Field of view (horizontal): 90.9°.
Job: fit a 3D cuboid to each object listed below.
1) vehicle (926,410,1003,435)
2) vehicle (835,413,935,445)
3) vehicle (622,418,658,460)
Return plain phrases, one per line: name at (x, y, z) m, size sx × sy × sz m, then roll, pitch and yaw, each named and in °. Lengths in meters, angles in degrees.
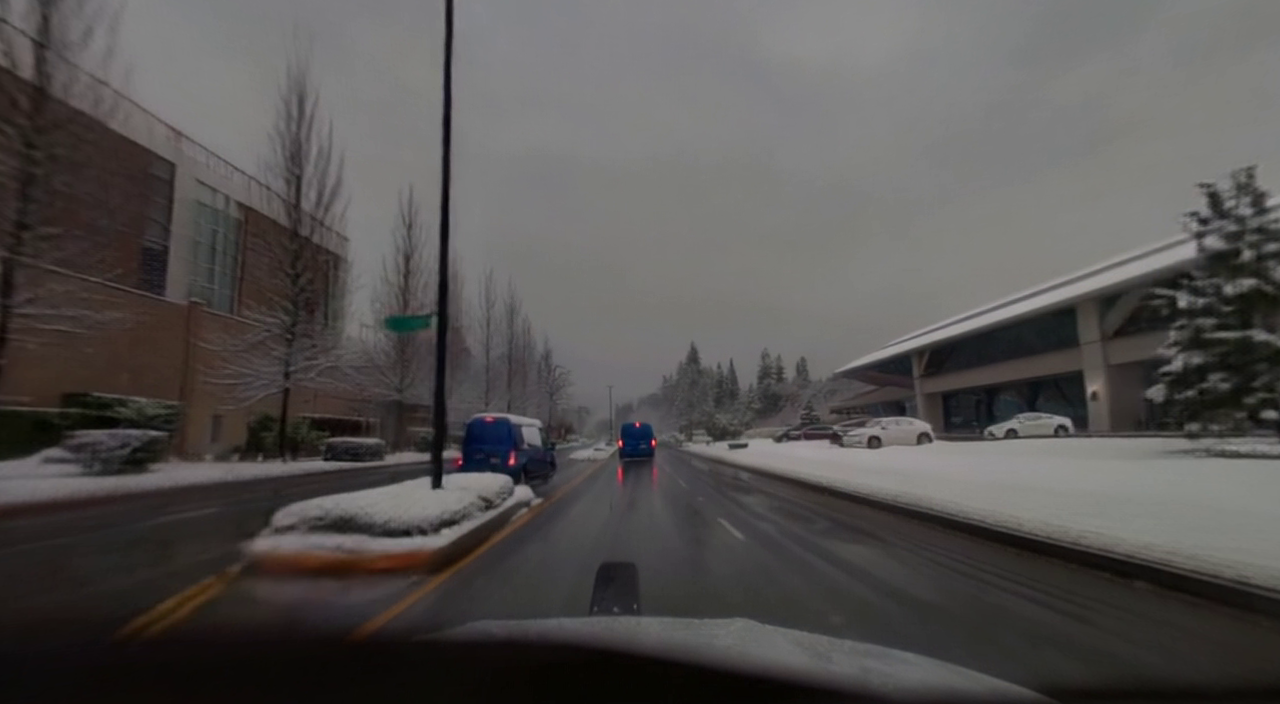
vehicle at (22.414, 4.912, 43.660) m, size 4.287 × 1.575 × 1.931 m, roll 1°, pitch -8°, yaw 0°
vehicle at (12.331, 3.914, 31.849) m, size 4.184 × 1.578 × 1.976 m, roll 1°, pitch -8°, yaw -4°
vehicle at (-0.053, 6.162, 44.664) m, size 2.435 × 2.816 × 5.232 m, roll 0°, pitch -8°, yaw -1°
